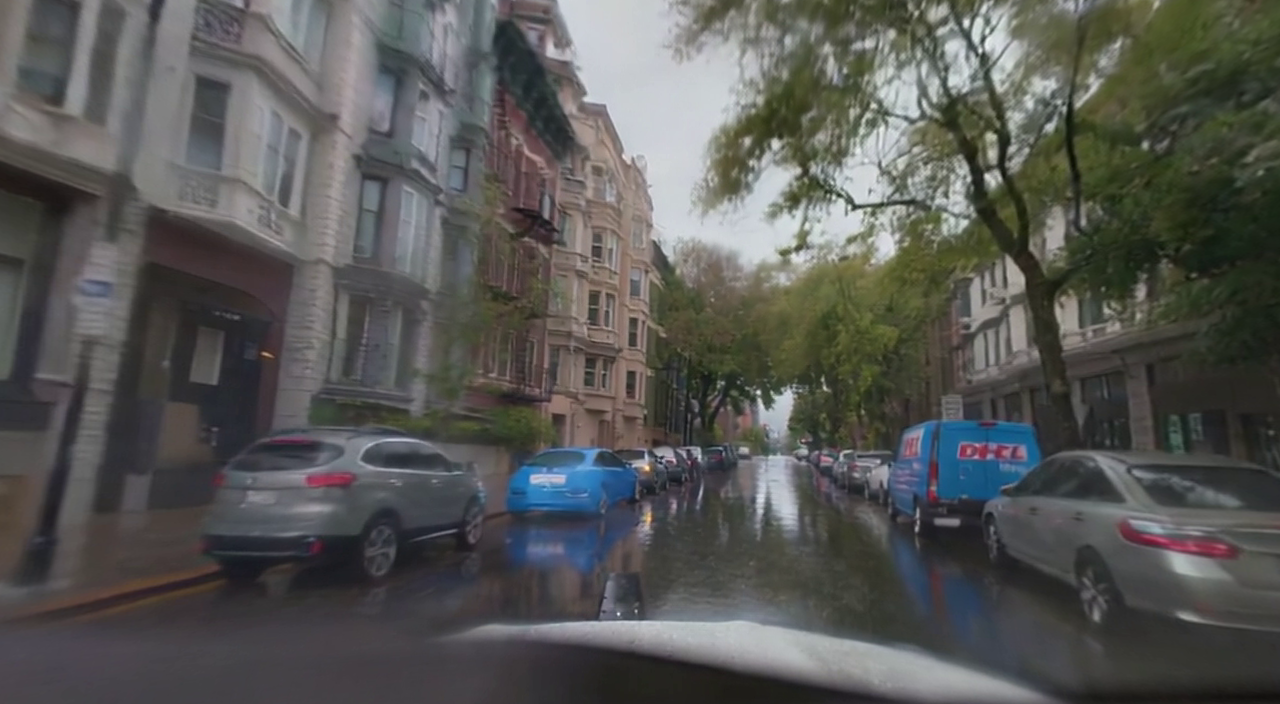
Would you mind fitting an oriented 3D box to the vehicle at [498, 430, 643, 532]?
[{"bbox_3d":[-1.247,2.510,13.120,1.867,1.519,3.920,1,-4,11],"label":"vehicle"}]

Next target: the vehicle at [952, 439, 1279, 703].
[{"bbox_3d":[4.521,1.563,5.725,1.834,1.508,4.743,-1,-8,12],"label":"vehicle"}]

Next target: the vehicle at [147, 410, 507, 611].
[{"bbox_3d":[-2.929,1.463,6.670,1.875,1.564,2.982,-1,-8,12],"label":"vehicle"}]
